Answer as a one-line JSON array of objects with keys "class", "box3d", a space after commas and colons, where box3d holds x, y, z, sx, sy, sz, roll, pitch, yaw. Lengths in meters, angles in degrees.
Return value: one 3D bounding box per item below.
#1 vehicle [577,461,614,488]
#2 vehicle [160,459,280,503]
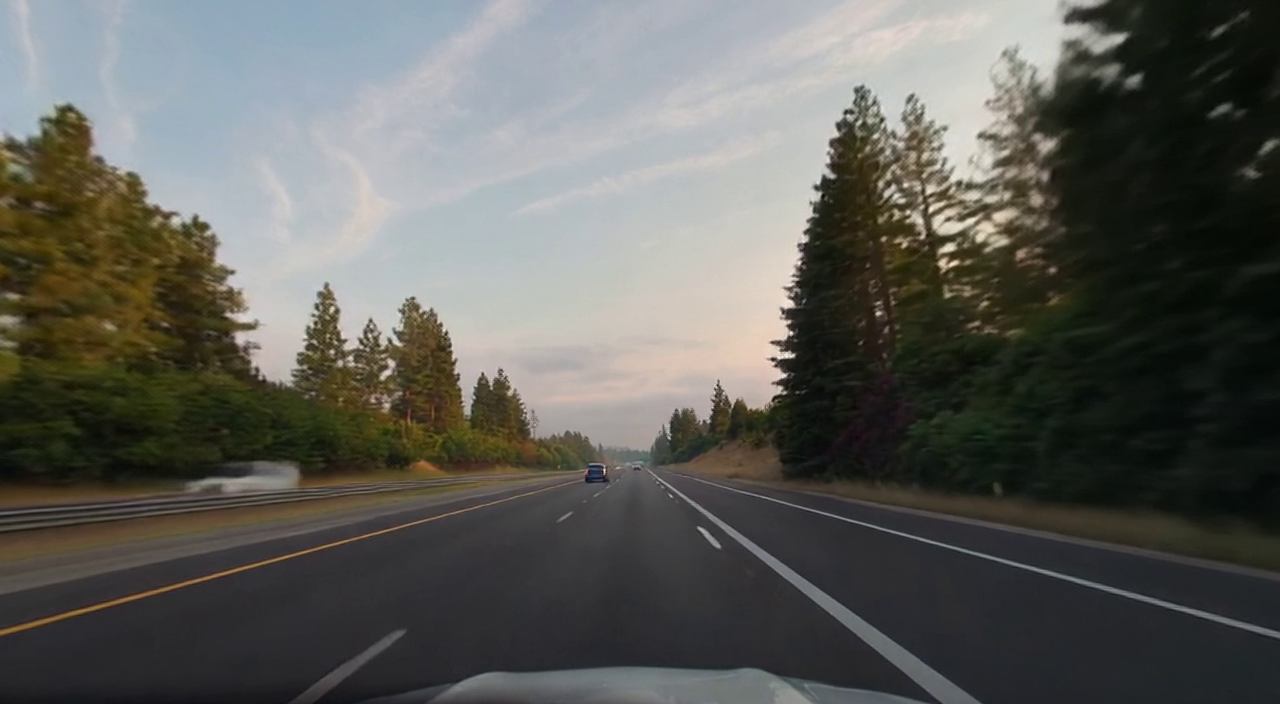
[{"class": "vehicle", "box3d": [-2.687, 7.602, 39.101, 1.900, 1.550, 4.146, 0, -10, 2]}, {"class": "vehicle", "box3d": [-16.151, 4.971, 24.521, 1.746, 1.523, 4.253, 1, -11, -1]}]
